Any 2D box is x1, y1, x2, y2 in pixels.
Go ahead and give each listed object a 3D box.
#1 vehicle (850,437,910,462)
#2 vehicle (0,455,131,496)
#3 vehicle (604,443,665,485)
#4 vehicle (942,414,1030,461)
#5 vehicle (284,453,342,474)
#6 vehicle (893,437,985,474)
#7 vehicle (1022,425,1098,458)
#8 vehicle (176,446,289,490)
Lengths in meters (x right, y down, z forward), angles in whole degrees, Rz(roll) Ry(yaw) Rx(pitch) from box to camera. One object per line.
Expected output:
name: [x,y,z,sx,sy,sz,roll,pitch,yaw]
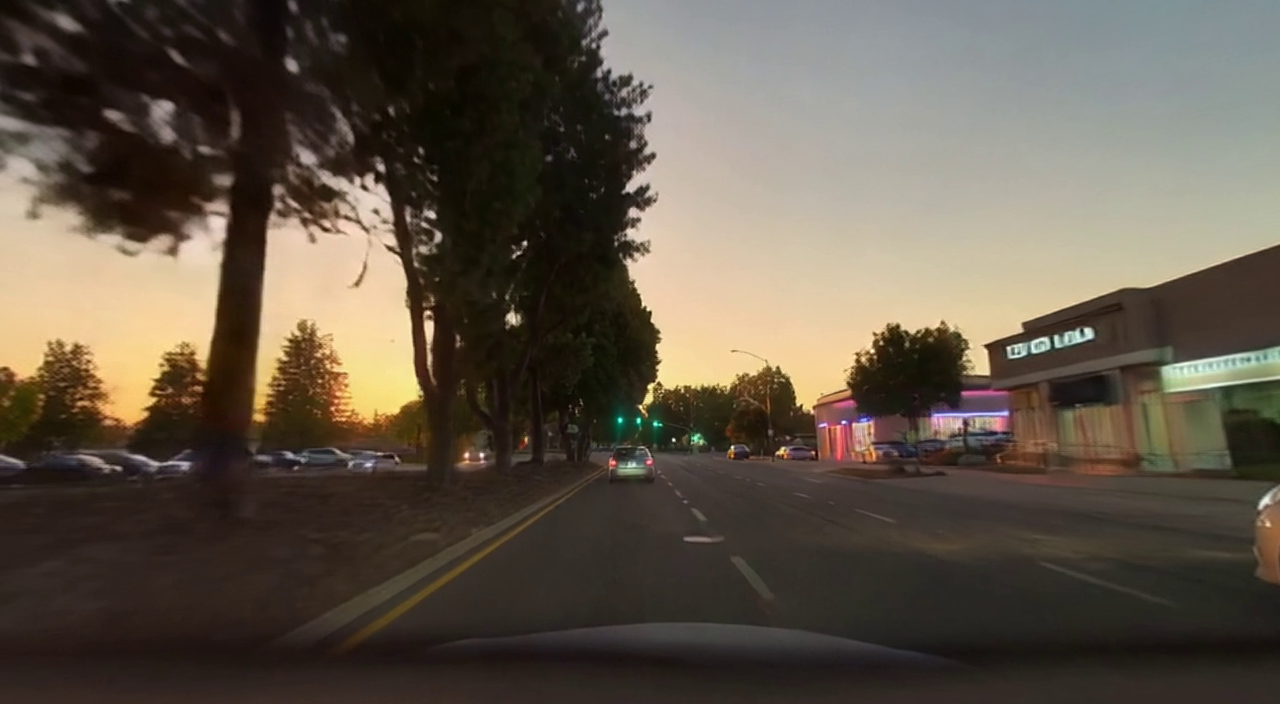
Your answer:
vehicle: [18.653,7.615,49.448,2.253,1.771,5.722,0,-8,-2]
vehicle: [-24.008,5.046,26.274,1.915,1.460,4.717,0,-8,-3]
vehicle: [-0.220,4.359,24.935,2.185,1.473,3.925,0,-8,-1]
vehicle: [27.014,6.763,49.766,2.764,3.374,7.305,0,-8,0]
vehicle: [-24.775,8.421,48.079,1.893,1.451,4.809,0,-8,-1]
vehicle: [15.873,5.527,33.931,2.377,1.783,5.145,0,-8,-1]
vehicle: [32.780,7.046,49.561,2.209,2.346,5.394,-2,-8,2]
vehicle: [-19.315,5.478,30.303,2.129,1.794,4.967,-2,-8,0]
